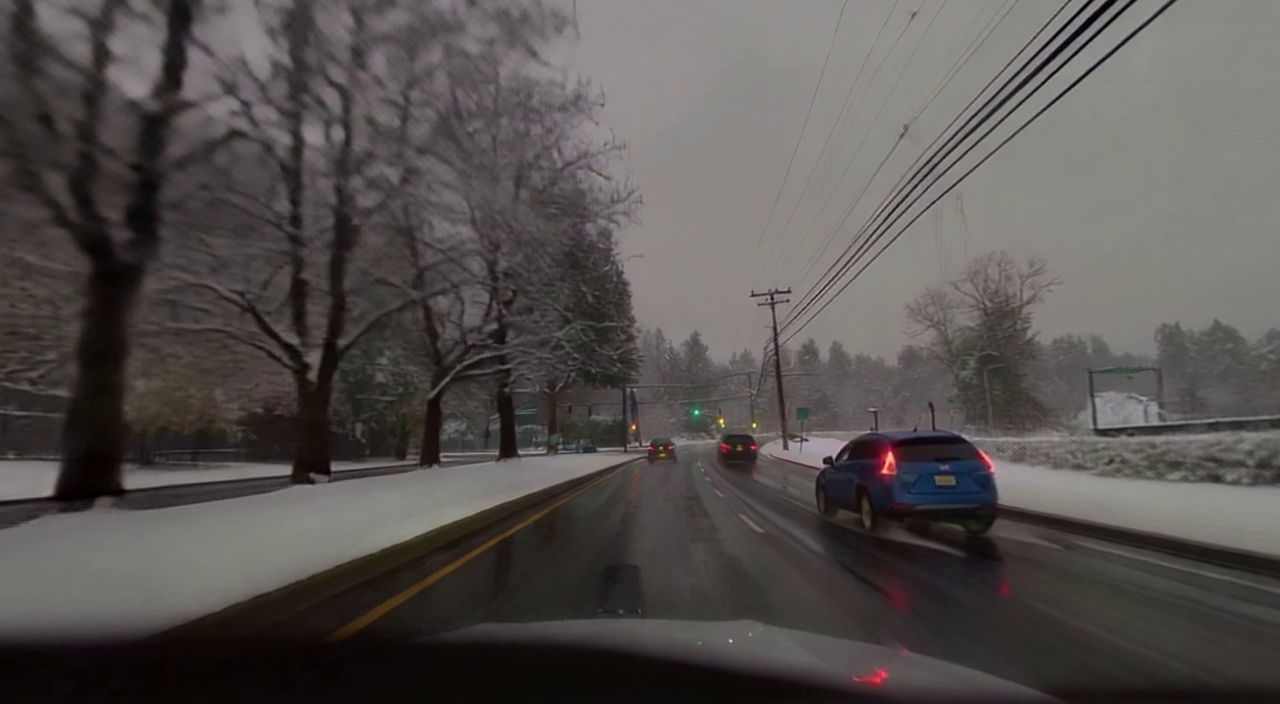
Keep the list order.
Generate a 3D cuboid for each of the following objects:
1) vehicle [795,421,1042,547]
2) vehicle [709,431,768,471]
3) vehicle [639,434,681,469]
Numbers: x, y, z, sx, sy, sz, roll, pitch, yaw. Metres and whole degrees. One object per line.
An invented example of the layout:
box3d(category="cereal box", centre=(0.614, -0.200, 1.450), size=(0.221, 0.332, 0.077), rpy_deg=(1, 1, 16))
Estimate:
box3d(category="vehicle", centre=(3.931, 1.933, 9.890), size=(1.881, 1.512, 4.294), rpy_deg=(0, -9, 0))
box3d(category="vehicle", centre=(4.881, 5.001, 32.117), size=(2.254, 1.840, 4.918), rpy_deg=(-1, -9, 1))
box3d(category="vehicle", centre=(1.106, 5.521, 35.125), size=(2.163, 1.746, 4.073), rpy_deg=(-1, -9, 2))
